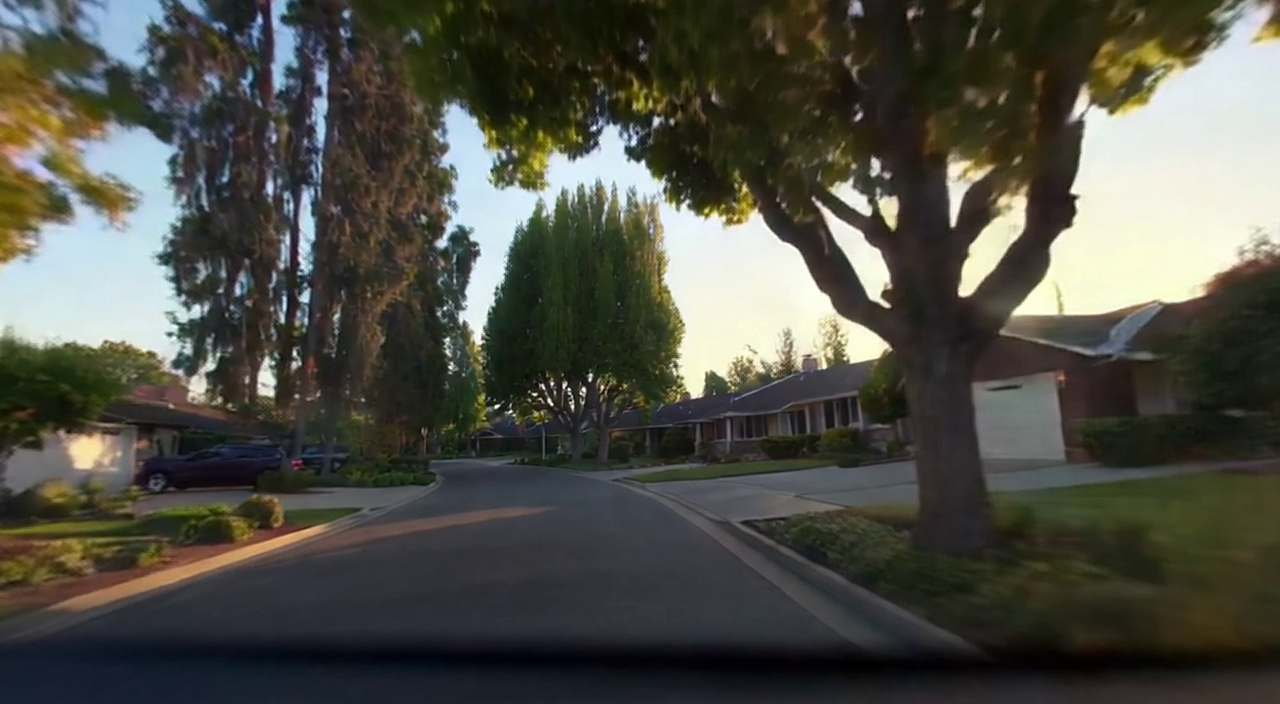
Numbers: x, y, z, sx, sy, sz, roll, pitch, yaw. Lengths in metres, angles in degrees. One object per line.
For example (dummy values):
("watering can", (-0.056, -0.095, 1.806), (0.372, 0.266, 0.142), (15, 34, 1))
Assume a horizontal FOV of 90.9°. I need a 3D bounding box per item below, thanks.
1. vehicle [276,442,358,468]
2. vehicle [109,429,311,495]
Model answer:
("vehicle", (-20.999, 6.717, 41.139), (4.471, 1.638, 1.877), (3, -9, -19))
("vehicle", (-13.403, 3.440, 20.116), (4.961, 1.757, 1.971), (2, -9, -24))
